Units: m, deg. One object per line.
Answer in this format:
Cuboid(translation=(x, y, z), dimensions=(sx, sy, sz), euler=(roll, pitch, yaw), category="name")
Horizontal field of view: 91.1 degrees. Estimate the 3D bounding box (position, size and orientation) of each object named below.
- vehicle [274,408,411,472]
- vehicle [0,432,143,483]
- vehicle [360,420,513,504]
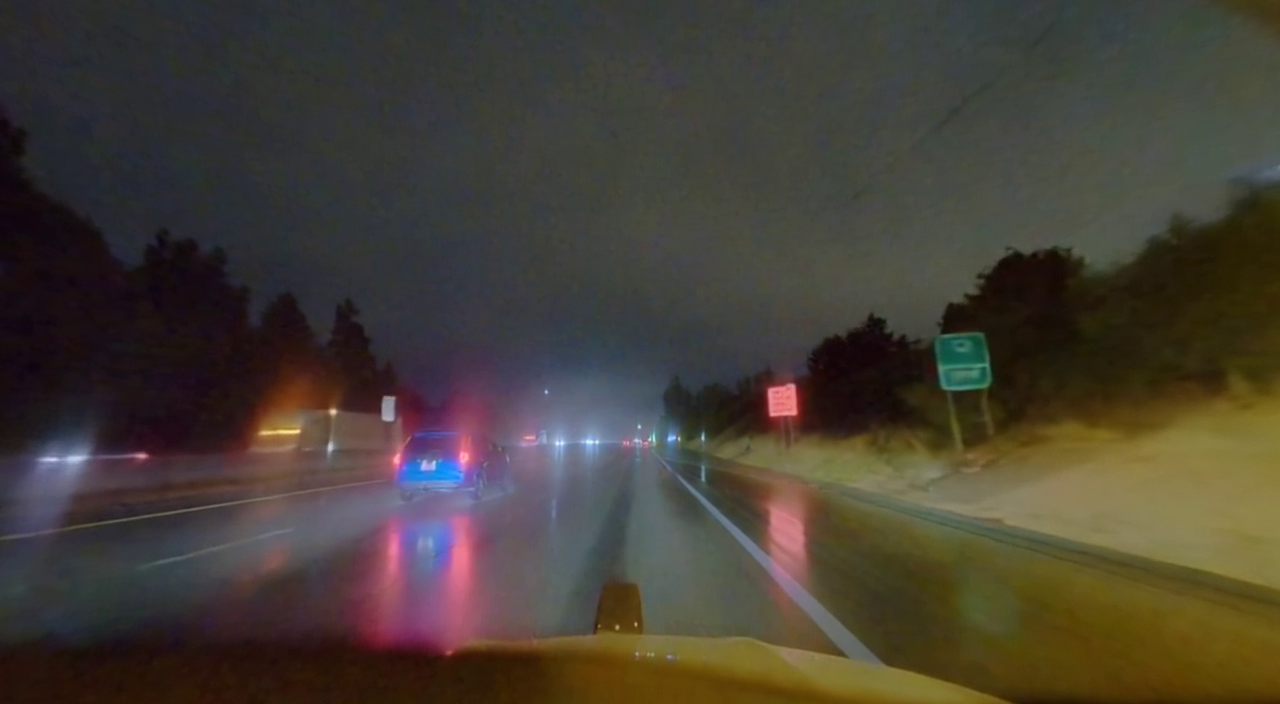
Cuboid(translation=(-17.544, 5.375, 38.399), dimensions=(2.936, 3.275, 11.845), euler=(0, -8, -2), category="vehicle")
Cuboid(translation=(-28.220, 5.125, 31.066), dimensions=(2.355, 2.256, 5.912), euler=(0, -8, 0), category="vehicle")
Cuboid(translation=(-4.549, 2.534, 14.870), dimensions=(2.125, 1.662, 4.336), euler=(0, -8, 1), category="vehicle")
